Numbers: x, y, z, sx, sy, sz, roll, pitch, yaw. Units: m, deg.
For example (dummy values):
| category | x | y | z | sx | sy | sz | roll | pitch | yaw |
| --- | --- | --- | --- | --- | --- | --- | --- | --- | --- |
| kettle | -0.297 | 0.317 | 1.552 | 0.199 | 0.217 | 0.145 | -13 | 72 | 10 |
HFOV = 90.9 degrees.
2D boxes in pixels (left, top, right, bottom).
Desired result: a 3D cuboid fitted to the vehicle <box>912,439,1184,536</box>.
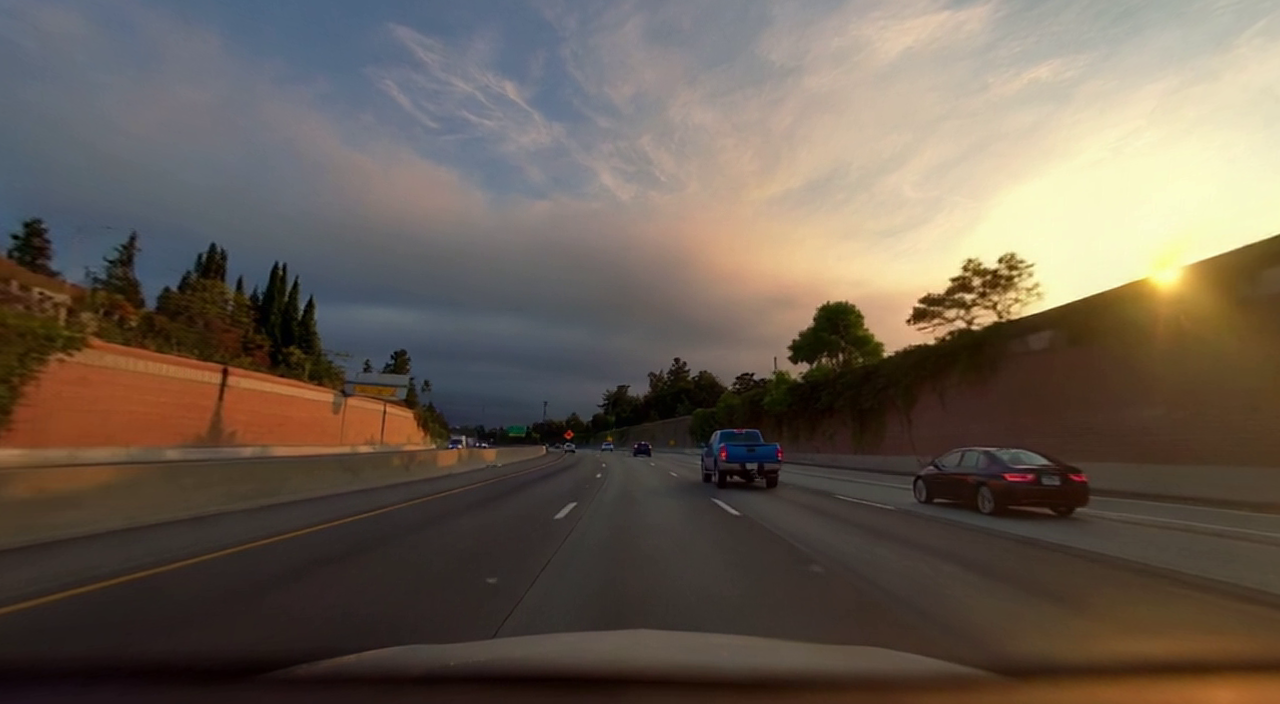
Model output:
| category | x | y | z | sx | sy | sz | roll | pitch | yaw |
| --- | --- | --- | --- | --- | --- | --- | --- | --- | --- |
| vehicle | 7.478 | 2.493 | 12.398 | 1.976 | 1.485 | 4.925 | 0 | -8 | -1 |

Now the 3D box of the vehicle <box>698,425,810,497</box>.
| category | x | y | z | sx | sy | sz | roll | pitch | yaw |
| --- | --- | --- | --- | --- | --- | --- | --- | --- | --- |
| vehicle | 3.376 | 3.385 | 20.039 | 2.374 | 1.952 | 5.431 | 0 | -8 | -2 |
